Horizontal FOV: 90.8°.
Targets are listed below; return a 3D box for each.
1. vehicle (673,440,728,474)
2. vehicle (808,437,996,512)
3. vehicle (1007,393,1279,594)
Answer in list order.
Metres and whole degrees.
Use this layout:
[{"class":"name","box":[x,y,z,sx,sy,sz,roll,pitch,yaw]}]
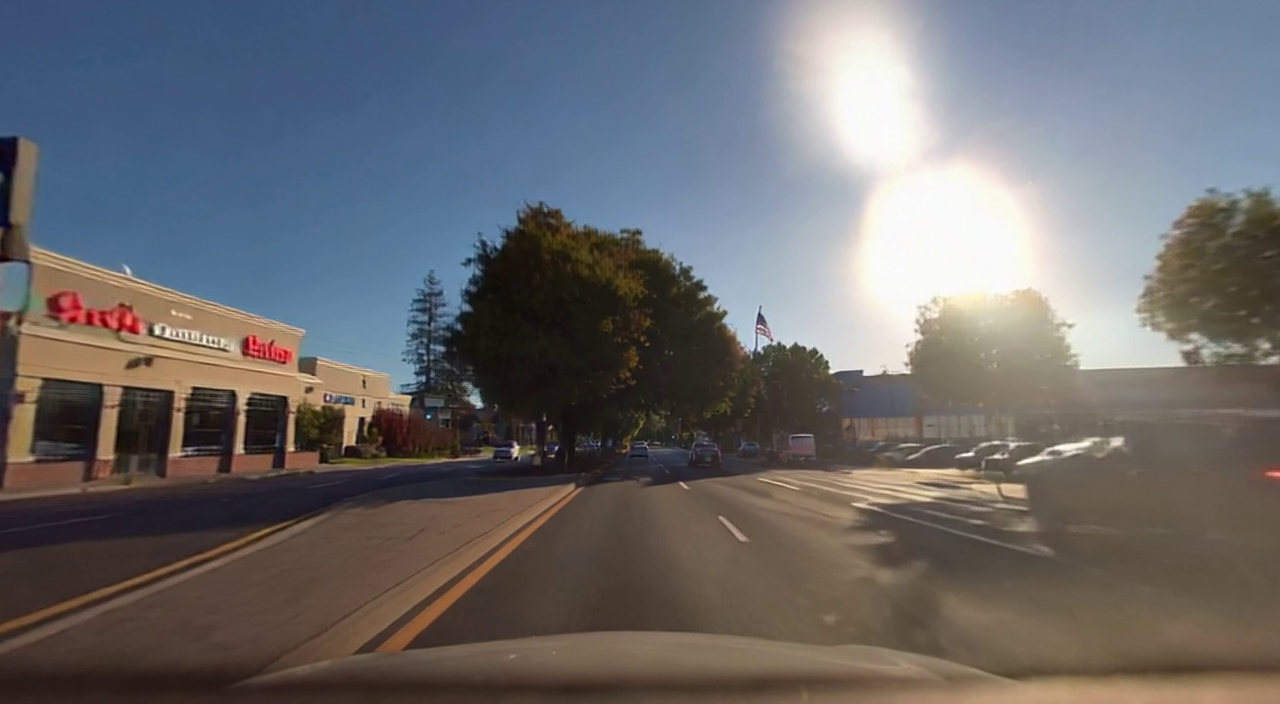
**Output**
[{"class":"vehicle","box":[2.776,4.922,29.888,2.099,1.463,4.365,0,-8,-1]},{"class":"vehicle","box":[5.966,2.827,15.216,2.072,1.491,4.753,1,-8,-7]},{"class":"vehicle","box":[6.919,1.499,7.161,2.268,1.822,5.038,1,-8,-3]}]
